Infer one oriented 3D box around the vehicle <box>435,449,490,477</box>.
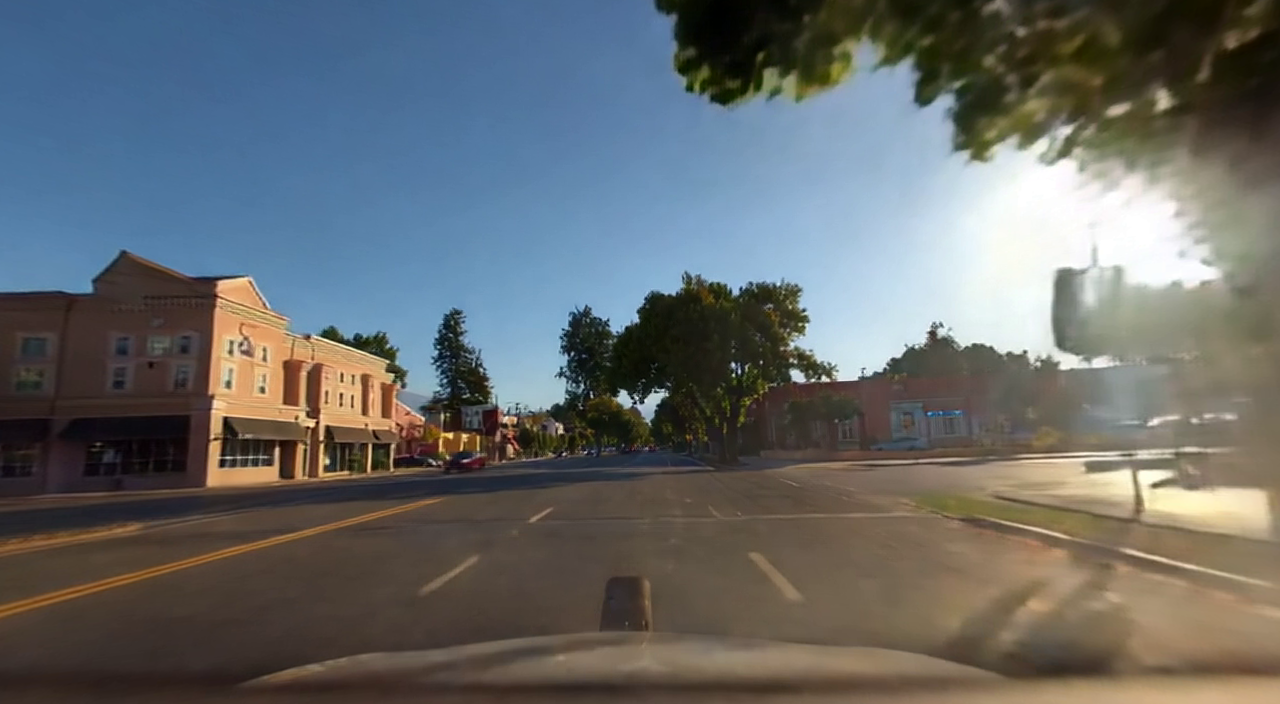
[{"bbox_3d":[-11.165,6.974,39.927,2.033,1.497,4.567,-4,-9,1],"label":"vehicle"}]
